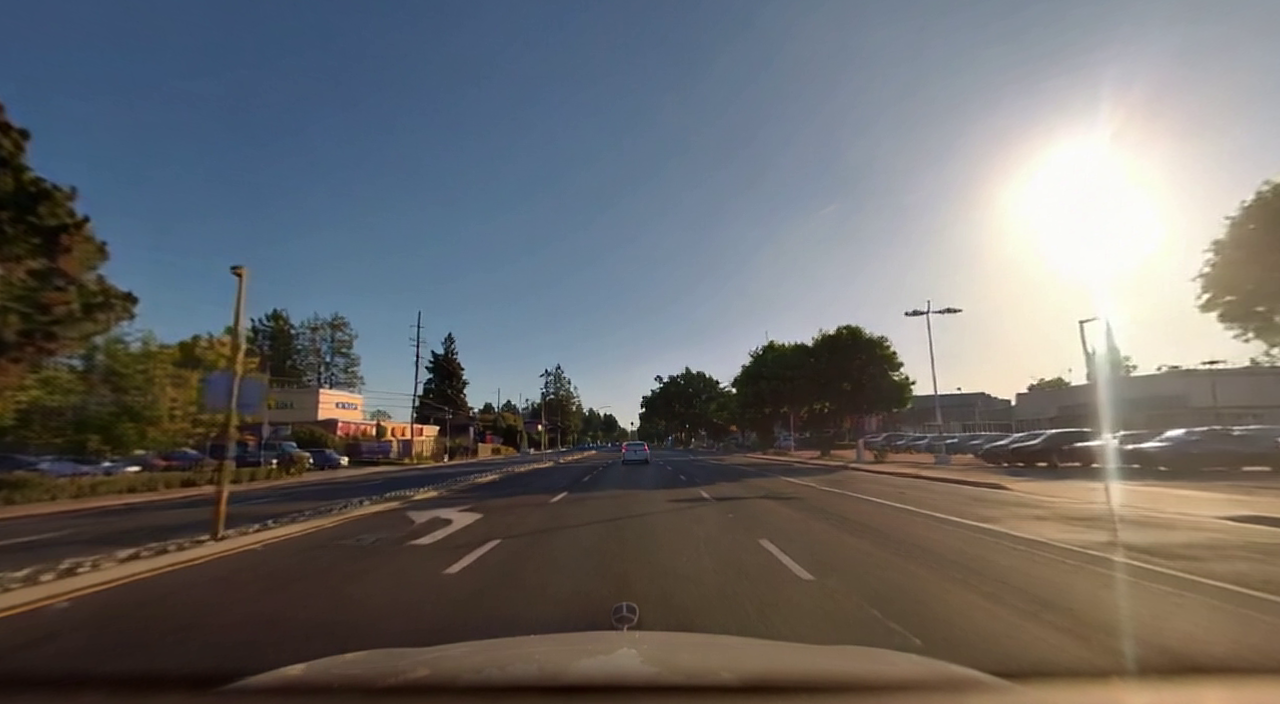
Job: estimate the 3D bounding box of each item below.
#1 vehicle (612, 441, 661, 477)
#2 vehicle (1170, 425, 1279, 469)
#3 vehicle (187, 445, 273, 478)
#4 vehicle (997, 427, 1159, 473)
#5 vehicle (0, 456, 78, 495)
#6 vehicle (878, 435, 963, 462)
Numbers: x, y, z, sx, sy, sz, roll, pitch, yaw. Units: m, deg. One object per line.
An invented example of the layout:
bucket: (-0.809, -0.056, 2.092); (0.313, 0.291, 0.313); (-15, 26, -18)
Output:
vehicle: (-0.184, 4.693, 27.872); (1.998, 1.452, 3.773); (0, -9, -1)
vehicle: (28.007, 4.455, 29.492); (1.991, 1.877, 5.024); (-1, -9, 1)
vehicle: (-27.009, 7.226, 41.576); (4.087, 1.755, 2.304); (-5, -9, 1)
vehicle: (17.908, 4.041, 25.939); (5.083, 1.778, 2.063); (0, -9, 0)
vehicle: (-26.948, 5.184, 26.634); (4.282, 1.483, 2.020); (0, -8, -1)
vehicle: (17.030, 5.876, 38.372); (4.224, 1.614, 2.028); (0, -9, -1)
